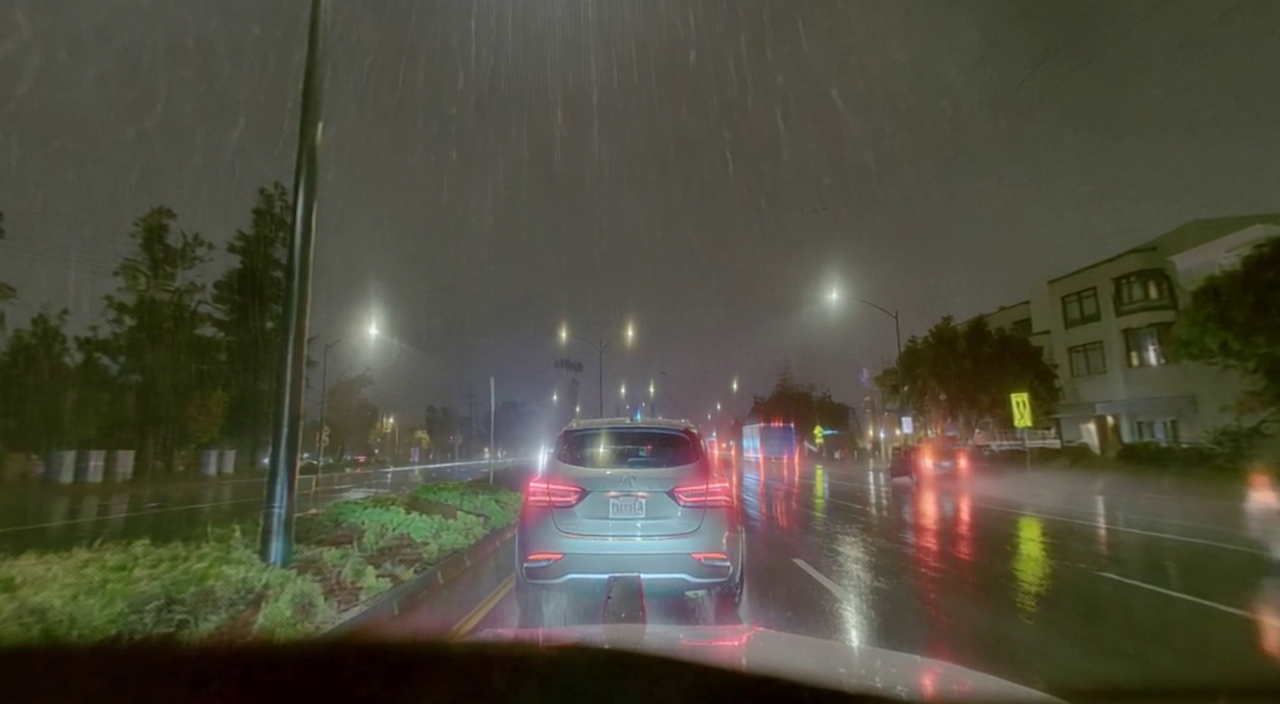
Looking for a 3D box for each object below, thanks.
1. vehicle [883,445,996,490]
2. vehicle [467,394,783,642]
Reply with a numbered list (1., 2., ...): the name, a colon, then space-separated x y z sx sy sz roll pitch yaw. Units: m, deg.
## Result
1. vehicle: 11.110 4.293 23.717 1.998 1.527 4.489 0 -9 0
2. vehicle: -0.146 1.448 6.443 2.172 1.694 4.055 0 -8 -1
